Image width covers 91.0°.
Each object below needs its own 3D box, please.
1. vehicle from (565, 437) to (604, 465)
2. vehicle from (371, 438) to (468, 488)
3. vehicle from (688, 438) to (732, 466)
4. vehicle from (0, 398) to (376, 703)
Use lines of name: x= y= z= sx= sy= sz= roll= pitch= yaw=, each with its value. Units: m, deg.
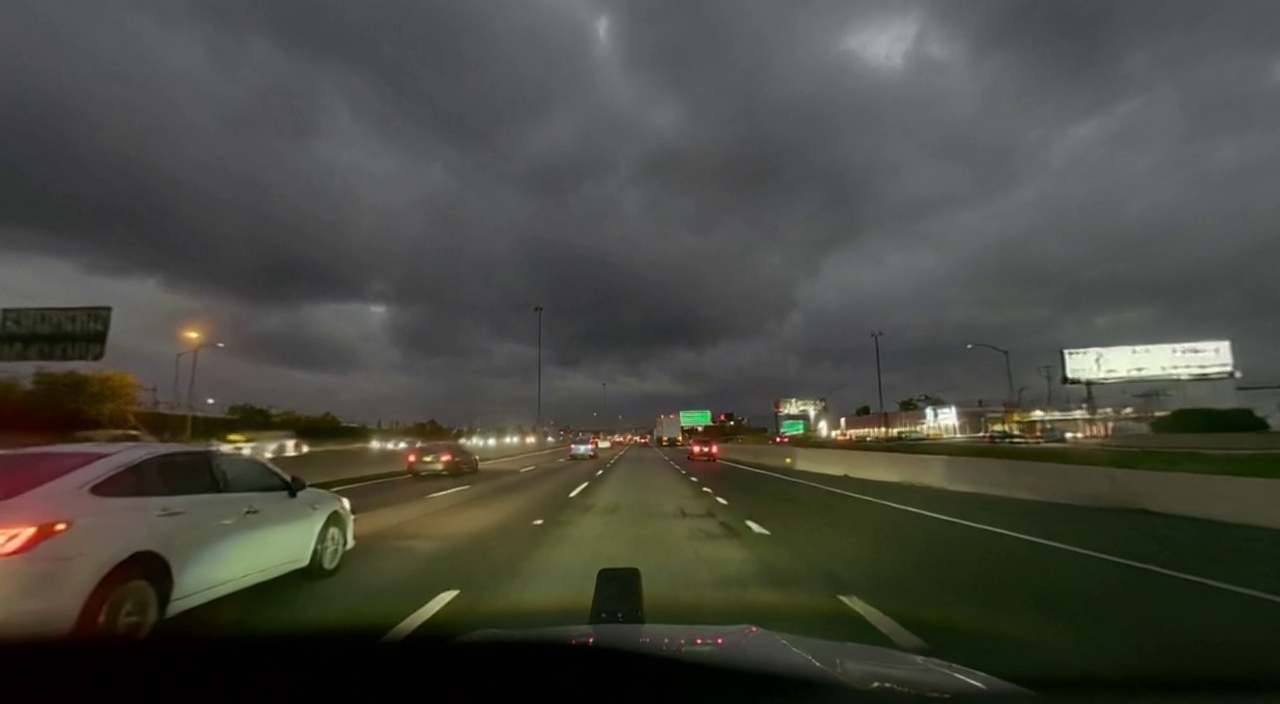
vehicle: x=-3.334 y=6.042 z=38.566 sx=2.001 sy=1.577 sz=4.055 roll=0 pitch=-9 yaw=1
vehicle: x=-7.248 y=3.687 z=21.125 sx=1.865 sy=1.518 sz=3.620 roll=0 pitch=-9 yaw=1
vehicle: x=4.143 y=6.008 z=37.958 sx=2.135 sy=1.532 sz=4.506 roll=1 pitch=-9 yaw=0
vehicle: x=-3.780 y=1.198 z=4.315 sx=2.008 sy=1.504 sz=4.264 roll=0 pitch=-9 yaw=1
